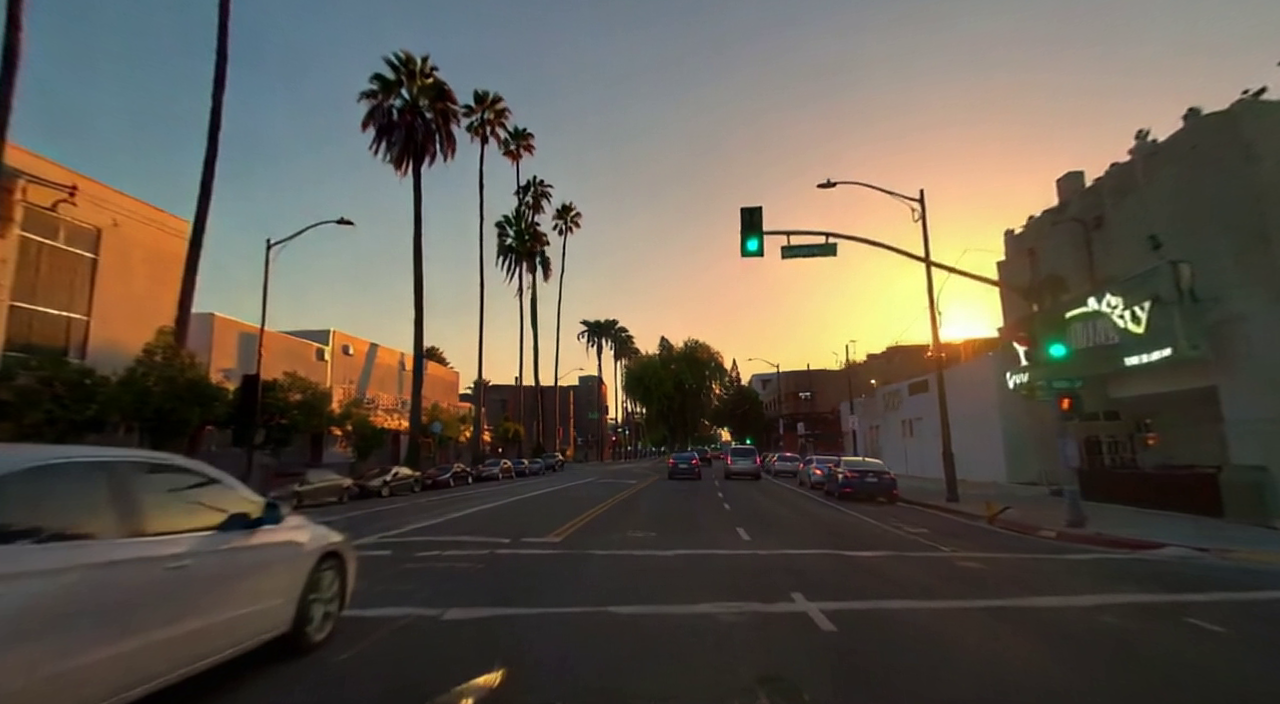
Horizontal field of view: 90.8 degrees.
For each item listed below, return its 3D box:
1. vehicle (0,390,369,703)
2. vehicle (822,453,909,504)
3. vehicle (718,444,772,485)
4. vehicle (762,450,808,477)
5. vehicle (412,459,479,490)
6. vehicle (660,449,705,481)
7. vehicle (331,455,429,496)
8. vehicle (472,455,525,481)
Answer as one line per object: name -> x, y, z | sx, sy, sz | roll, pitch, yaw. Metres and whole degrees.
vehicle -> -3.349, 0.952, 2.296 | 2.204, 1.584, 4.921 | -1, -9, 5
vehicle -> 7.708, 4.322, 22.057 | 1.914, 1.560, 4.278 | -1, -9, 7
vehicle -> 4.742, 5.144, 29.103 | 2.003, 1.702, 4.288 | -1, -9, 4
vehicle -> 9.500, 7.343, 41.752 | 2.174, 1.643, 4.860 | -1, -9, 3
vehicle -> -10.368, 6.533, 34.001 | 1.949, 1.470, 4.532 | -1, -9, 3
vehicle -> 2.126, 5.556, 31.359 | 2.088, 1.452, 3.993 | -1, -9, 4
vehicle -> -11.070, 5.414, 27.363 | 1.933, 1.502, 4.649 | -4, -13, 5
vehicle -> -9.387, 7.798, 42.234 | 2.188, 1.490, 4.511 | -4, -12, 5
